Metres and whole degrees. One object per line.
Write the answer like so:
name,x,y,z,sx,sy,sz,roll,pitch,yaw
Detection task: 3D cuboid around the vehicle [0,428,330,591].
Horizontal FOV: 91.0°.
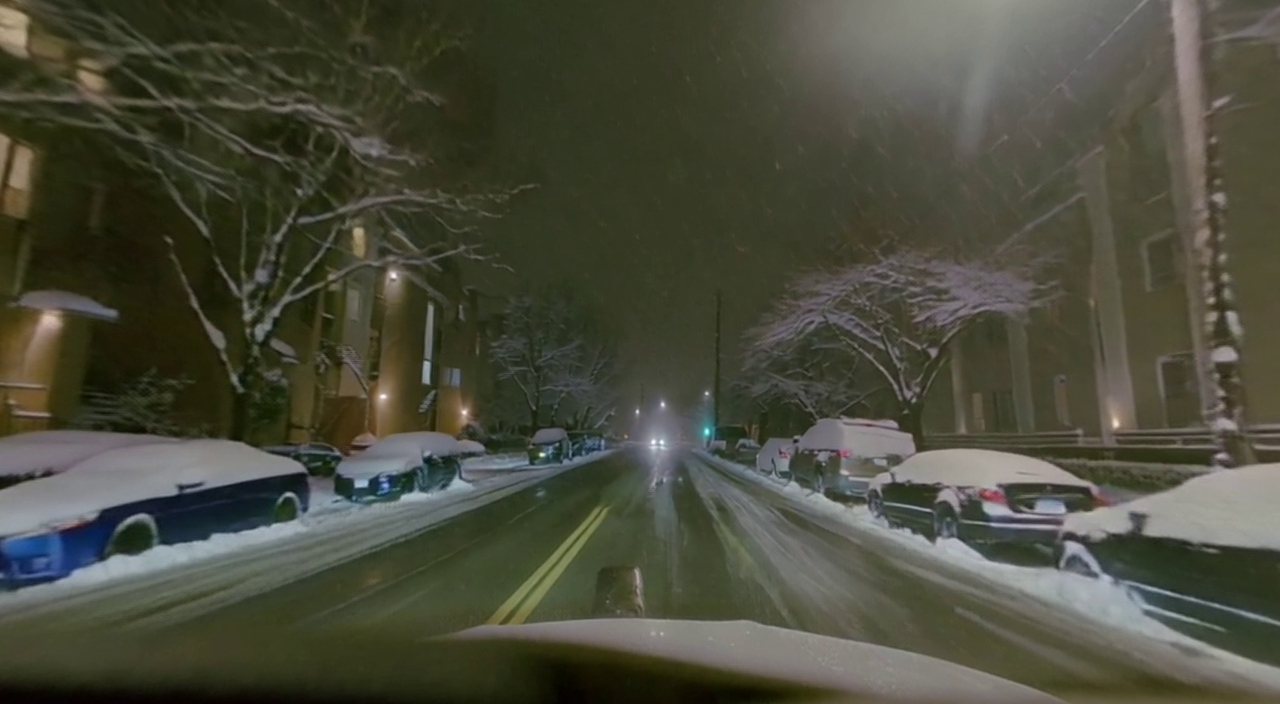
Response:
vehicle,-6.336,1.877,8.317,2.067,1.510,4.501,-2,-9,2

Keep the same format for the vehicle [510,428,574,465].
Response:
vehicle,-5.285,5.262,34.606,2.384,1.781,5.492,-3,-10,2

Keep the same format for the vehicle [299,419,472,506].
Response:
vehicle,-6.270,2.851,16.382,2.235,1.802,5.138,-3,-10,2

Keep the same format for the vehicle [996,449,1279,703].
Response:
vehicle,4.672,1.392,4.329,1.977,1.410,4.744,-1,-9,4

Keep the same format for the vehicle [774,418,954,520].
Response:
vehicle,5.039,2.738,15.400,2.365,1.970,6.011,0,-9,2
